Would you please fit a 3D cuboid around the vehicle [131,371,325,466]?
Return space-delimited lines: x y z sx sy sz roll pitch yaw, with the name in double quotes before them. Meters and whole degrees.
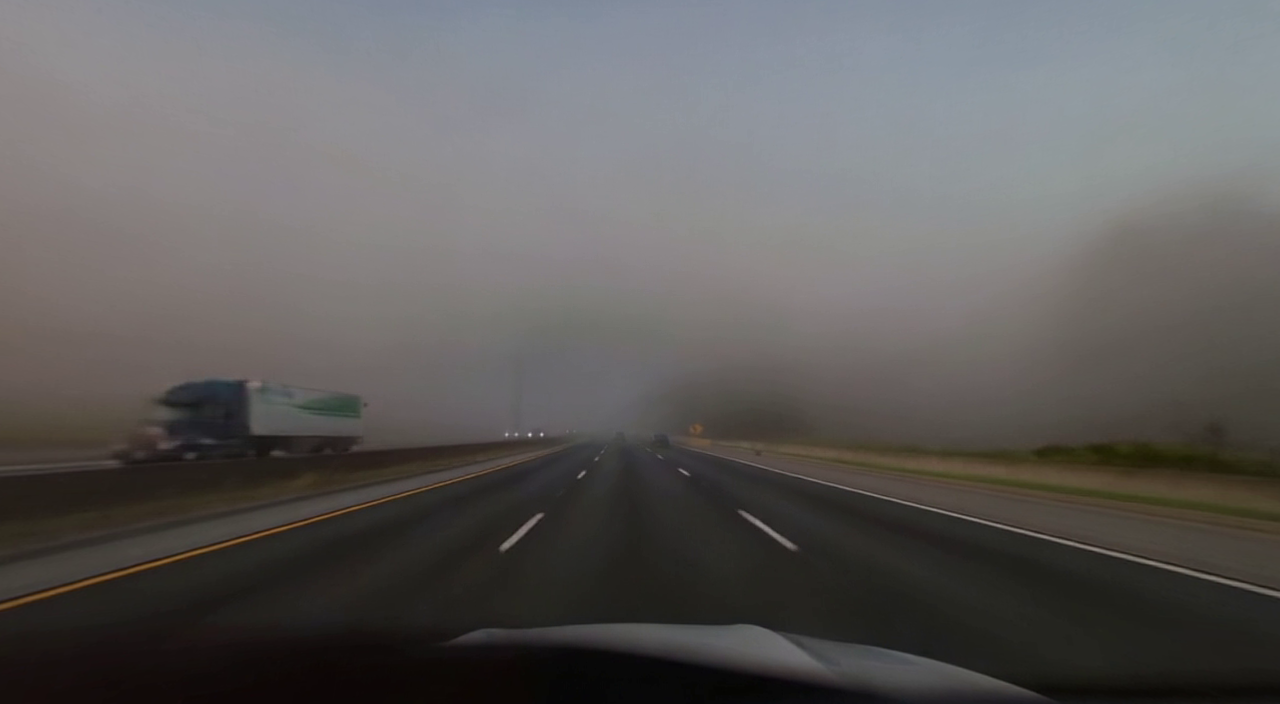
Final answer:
"vehicle" -19.909 3.467 31.667 2.945 3.987 10.214 0 -8 -1
